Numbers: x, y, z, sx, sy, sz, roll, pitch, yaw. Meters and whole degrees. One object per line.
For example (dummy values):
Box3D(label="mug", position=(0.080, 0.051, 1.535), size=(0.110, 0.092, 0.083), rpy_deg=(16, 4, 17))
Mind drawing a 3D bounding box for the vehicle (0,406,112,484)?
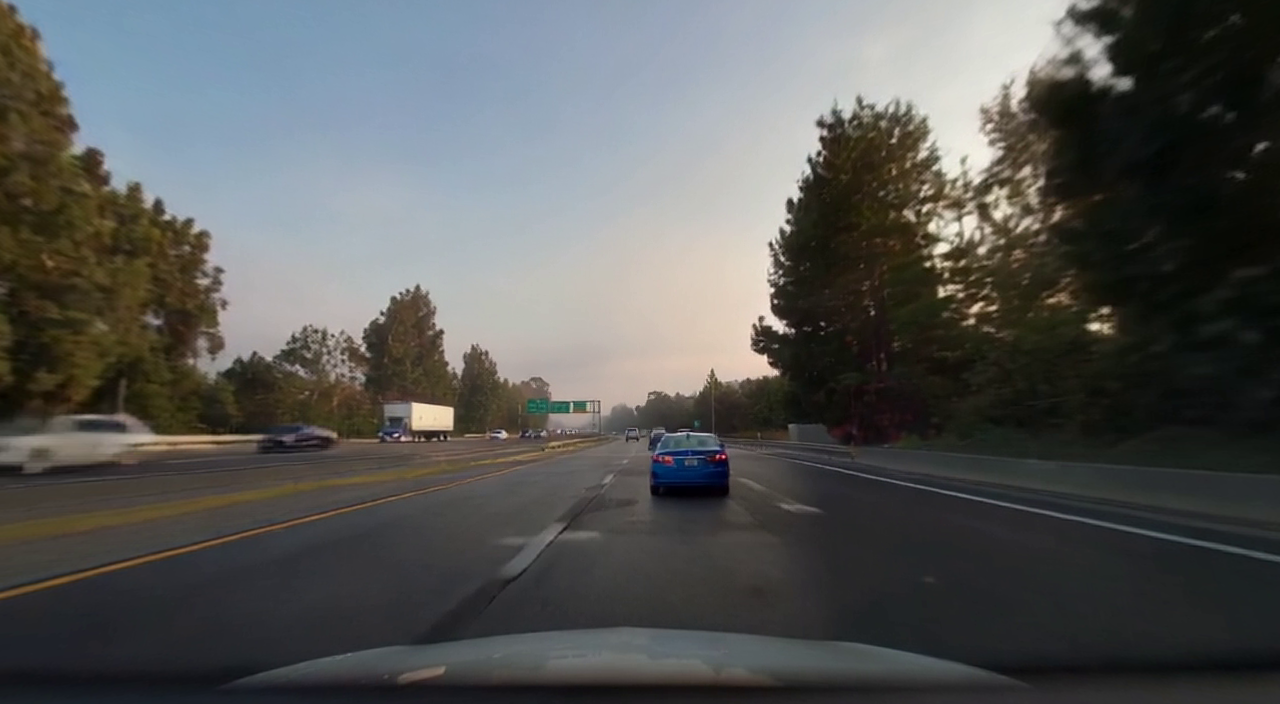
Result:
Box3D(label="vehicle", position=(-13.338, 1.819, 12.328), size=(1.942, 1.478, 4.622), rpy_deg=(0, -8, 1))

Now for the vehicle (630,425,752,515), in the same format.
Box3D(label="vehicle", position=(0.874, 2.195, 12.392), size=(1.977, 1.443, 4.225), rpy_deg=(0, -8, 1))

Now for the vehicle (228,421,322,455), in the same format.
Box3D(label="vehicle", position=(-16.992, 4.044, 29.596), size=(1.826, 1.487, 4.089), rpy_deg=(0, -8, 2))
